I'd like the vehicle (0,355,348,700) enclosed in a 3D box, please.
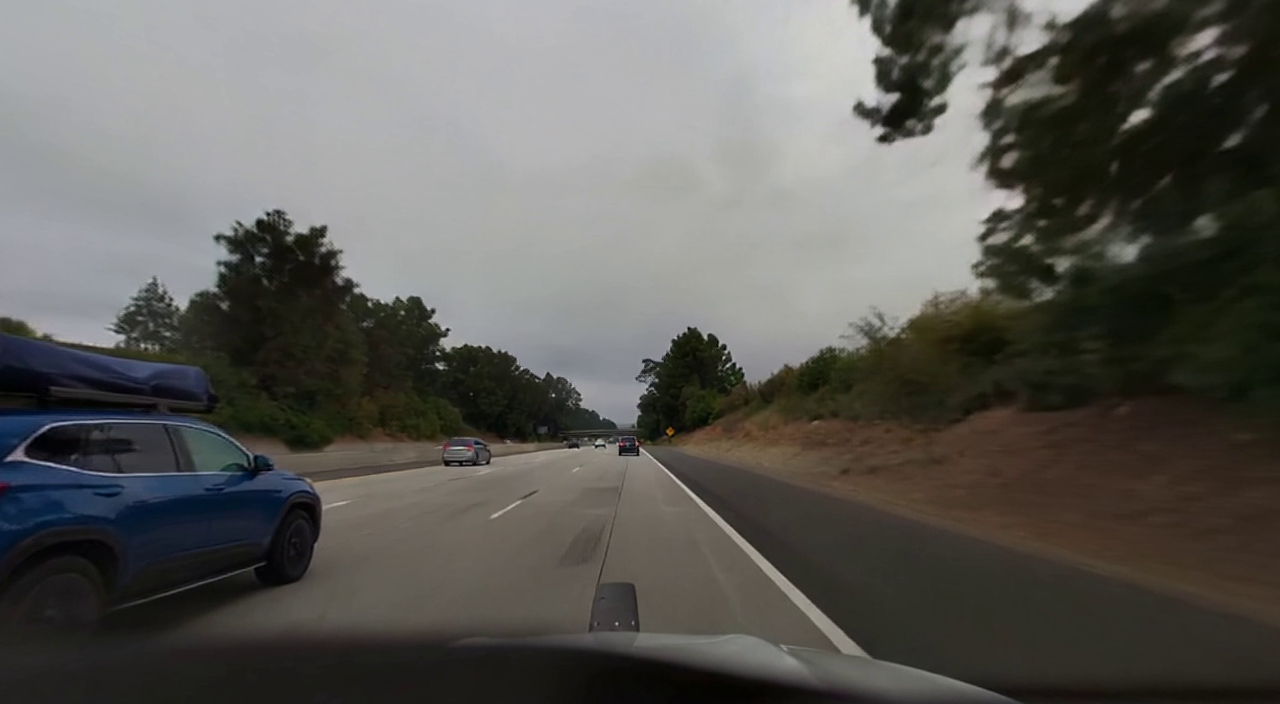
[{"bbox_3d":[-4.320,1.096,4.712,2.069,1.748,4.652,0,-8,-1],"label":"vehicle"}]

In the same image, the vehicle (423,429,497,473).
[{"bbox_3d":[-7.830,4.324,27.906,1.964,1.745,4.338,0,-8,0],"label":"vehicle"}]

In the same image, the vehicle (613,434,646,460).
[{"bbox_3d":[-0.703,6.406,42.858,2.178,1.658,3.916,0,-8,-1],"label":"vehicle"}]
